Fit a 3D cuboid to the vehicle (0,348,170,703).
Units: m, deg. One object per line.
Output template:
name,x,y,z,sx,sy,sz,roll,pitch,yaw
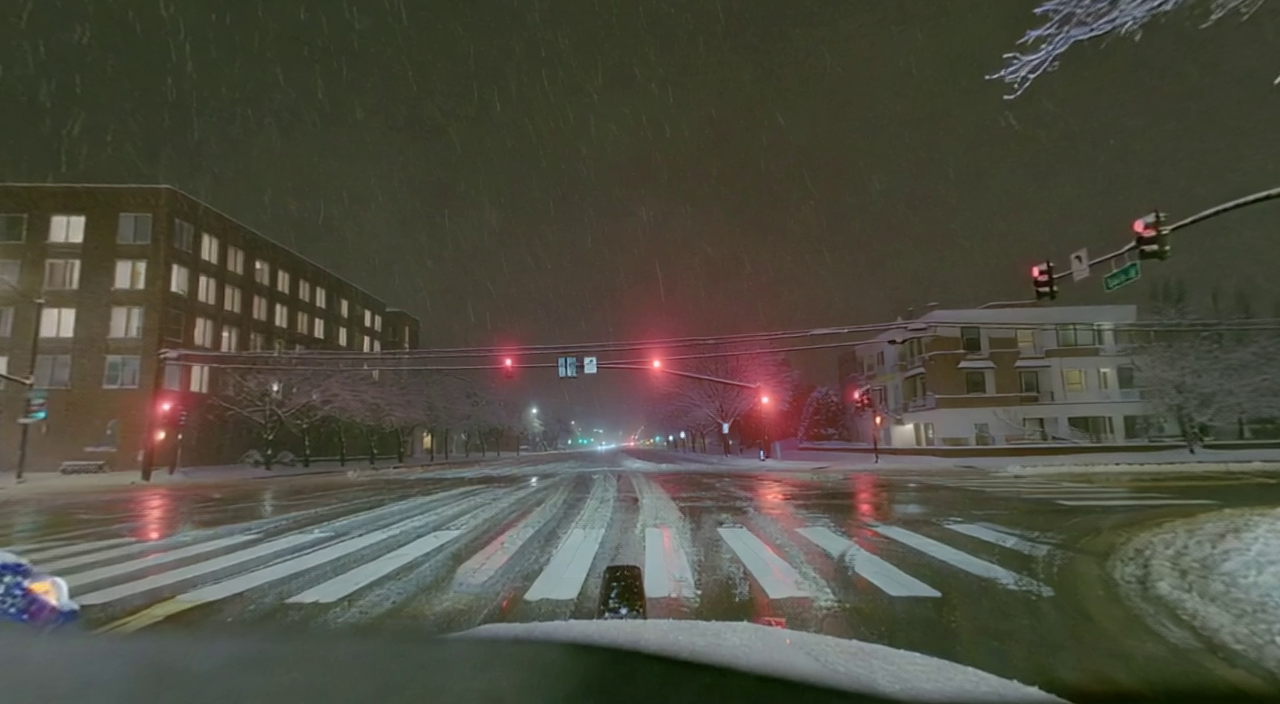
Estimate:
vehicle,-3.636,0.619,1.066,2.109,1.692,4.587,0,-8,0
